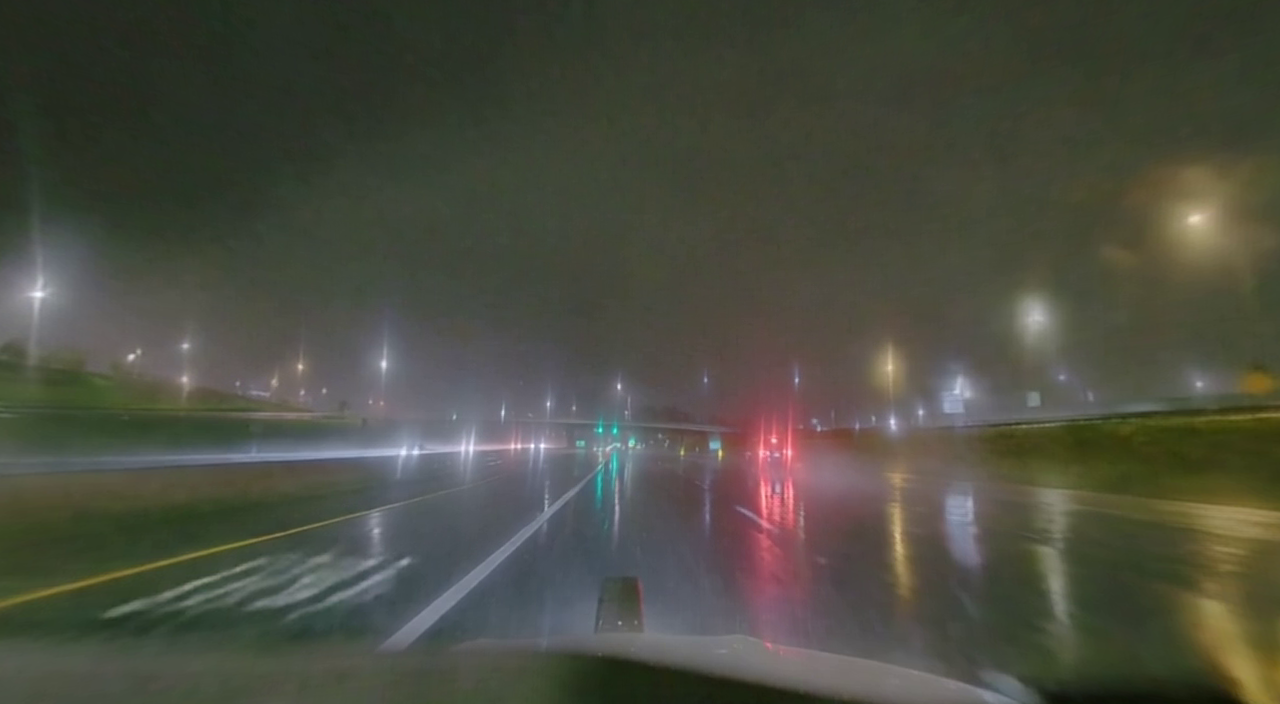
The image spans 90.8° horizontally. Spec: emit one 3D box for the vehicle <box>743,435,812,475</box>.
[{"bbox_3d":[6.362,4.827,29.798,2.104,1.723,4.538,0,-9,-2],"label":"vehicle"}]
